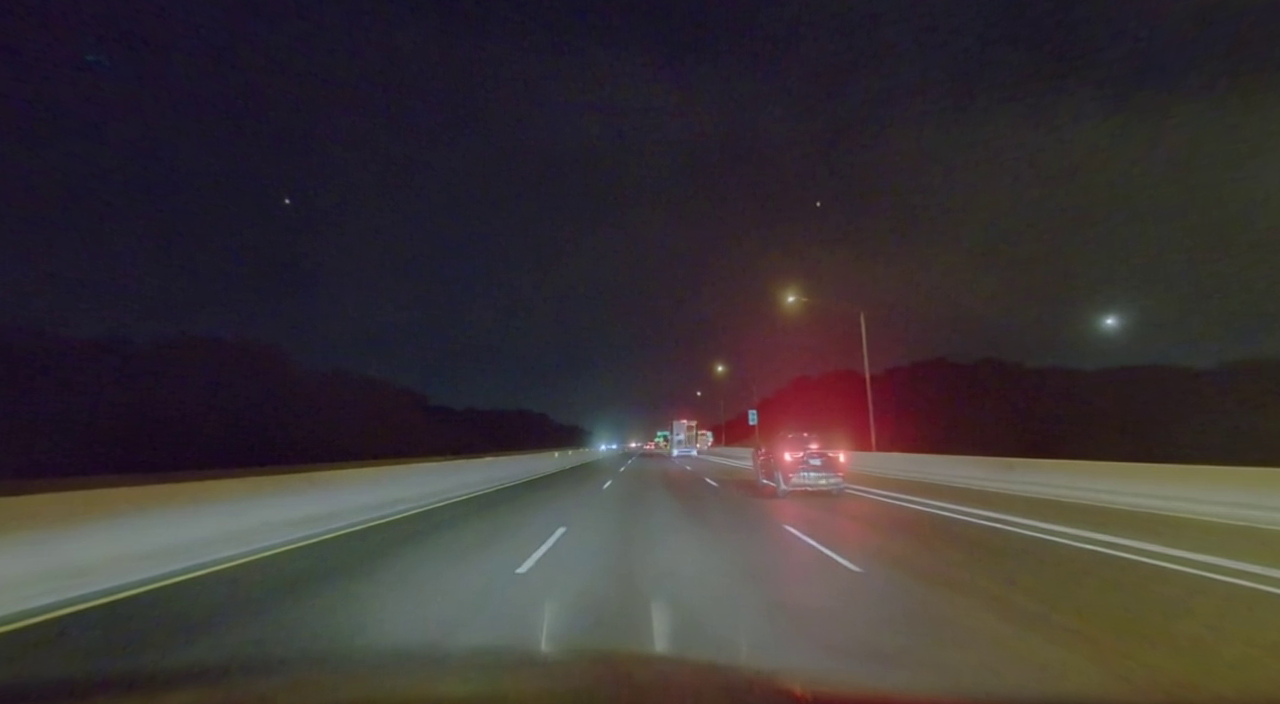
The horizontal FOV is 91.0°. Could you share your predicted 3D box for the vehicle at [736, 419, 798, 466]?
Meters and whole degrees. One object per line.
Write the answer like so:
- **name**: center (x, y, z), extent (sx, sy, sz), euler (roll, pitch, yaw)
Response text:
- **vehicle**: center (8.073, 5.871, 40.808), extent (2.474, 2.730, 7.349), euler (0, -8, 0)
